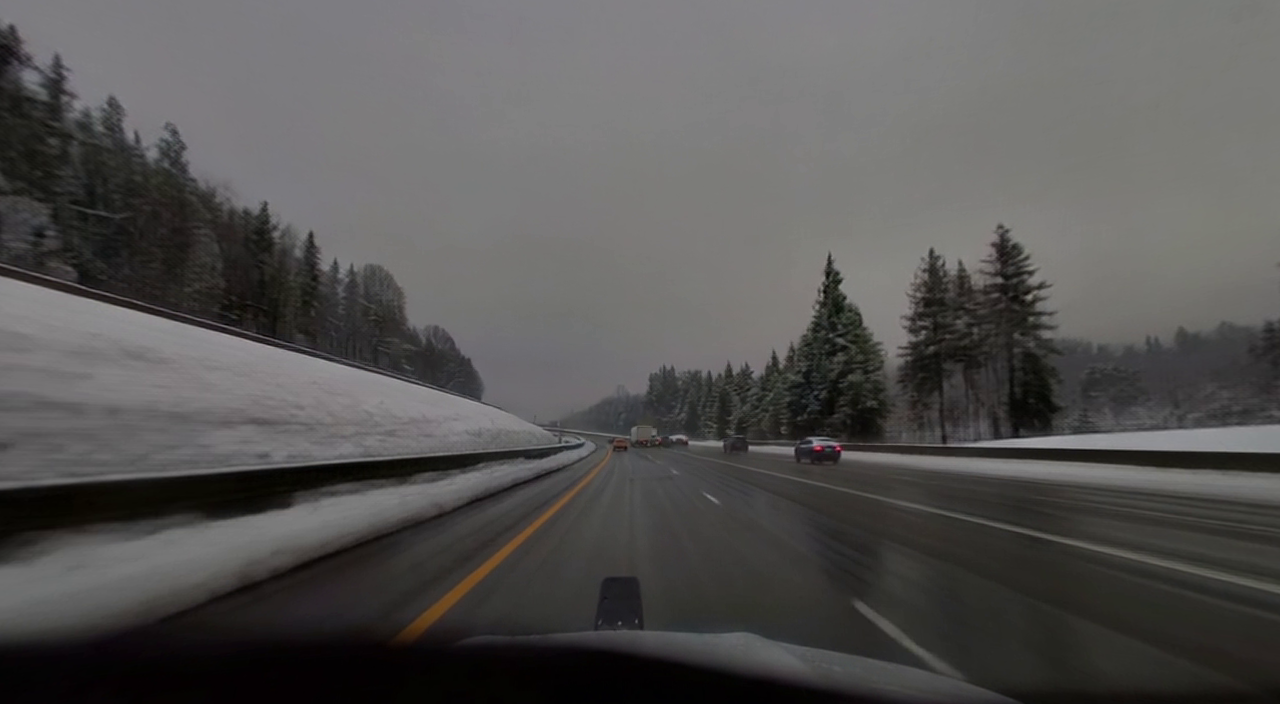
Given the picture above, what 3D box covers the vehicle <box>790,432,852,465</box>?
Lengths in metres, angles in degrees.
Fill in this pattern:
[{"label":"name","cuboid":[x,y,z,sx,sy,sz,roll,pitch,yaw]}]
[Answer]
[{"label":"vehicle","cuboid":[10.235,5.508,35.993,2.077,1.763,4.472,0,-8,-2]}]
